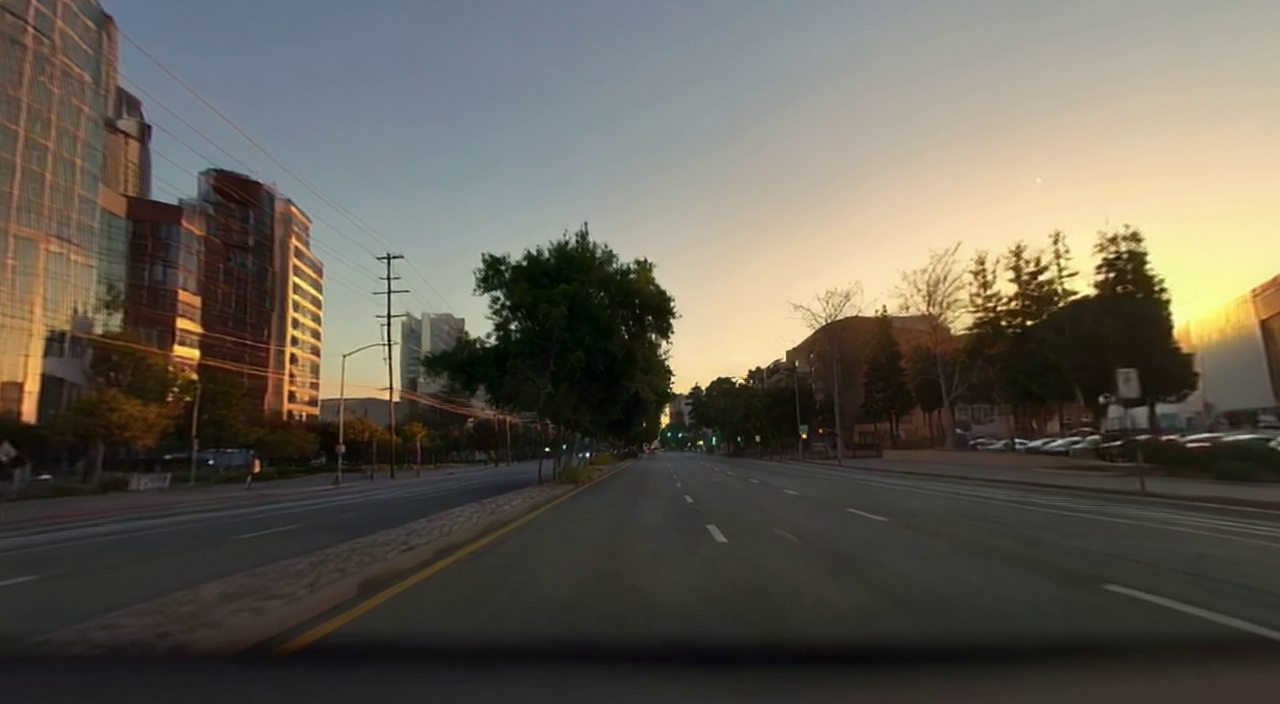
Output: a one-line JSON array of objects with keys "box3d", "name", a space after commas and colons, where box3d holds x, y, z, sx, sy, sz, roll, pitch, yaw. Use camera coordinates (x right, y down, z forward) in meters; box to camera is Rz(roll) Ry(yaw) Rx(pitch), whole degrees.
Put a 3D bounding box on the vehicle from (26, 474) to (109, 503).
[{"box3d": [-36.983, 8.799, 40.838, 1.736, 1.540, 3.854, 0, -8, 0], "name": "vehicle"}]
